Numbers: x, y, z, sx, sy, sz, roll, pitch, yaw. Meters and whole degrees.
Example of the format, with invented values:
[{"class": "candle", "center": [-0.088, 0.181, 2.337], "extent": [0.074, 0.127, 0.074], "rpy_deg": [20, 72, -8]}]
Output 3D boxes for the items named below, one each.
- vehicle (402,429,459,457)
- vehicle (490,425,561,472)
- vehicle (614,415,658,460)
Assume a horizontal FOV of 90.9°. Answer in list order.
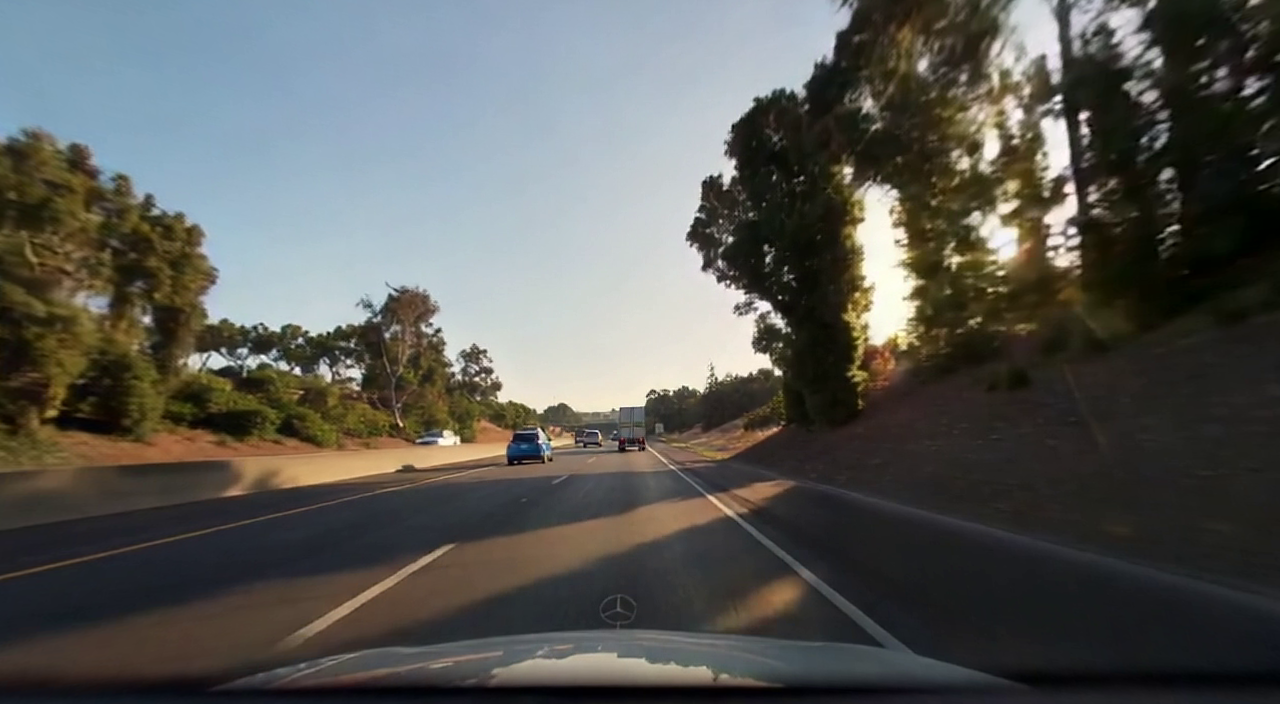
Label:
[{"class": "vehicle", "center": [-13.538, 5.899, 40.996], "extent": [2.137, 1.726, 4.503], "rpy_deg": [0, -8, 0]}, {"class": "vehicle", "center": [-4.452, 3.819, 25.163], "extent": [2.049, 1.726, 4.291], "rpy_deg": [0, -8, 0]}, {"class": "vehicle", "center": [-0.273, 5.180, 38.327], "extent": [2.526, 2.531, 5.026], "rpy_deg": [0, -8, -1]}]
